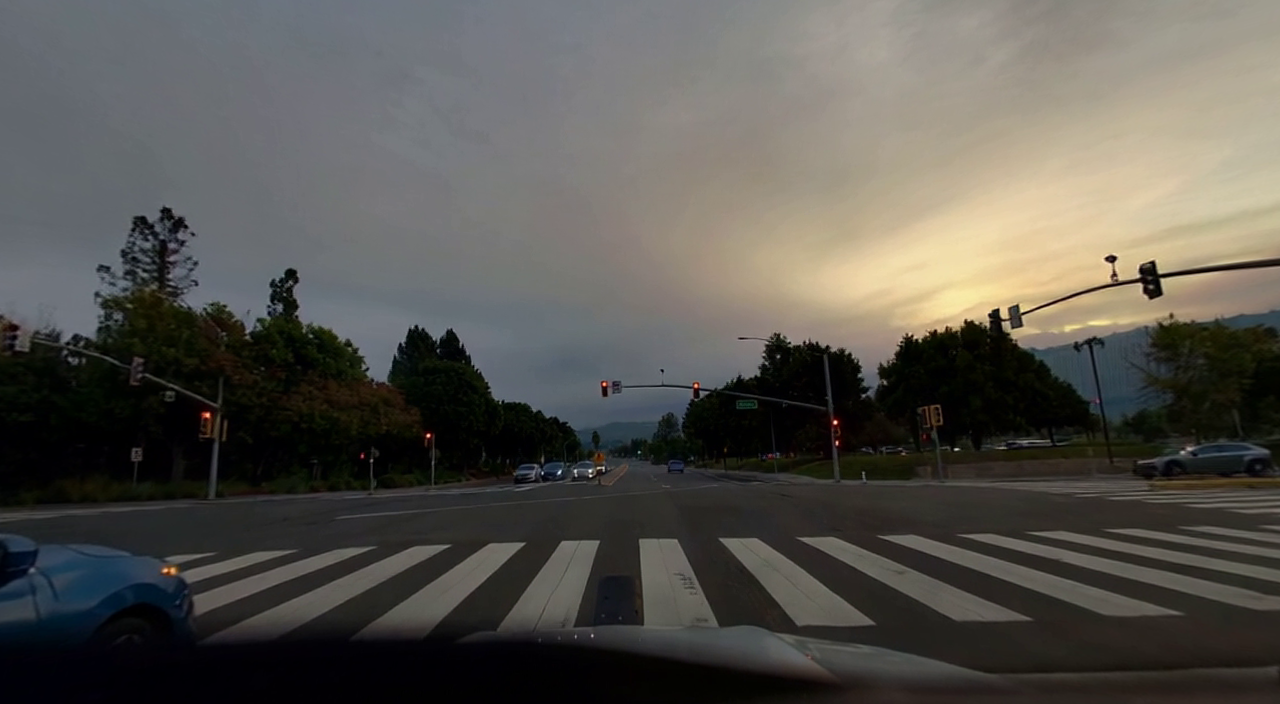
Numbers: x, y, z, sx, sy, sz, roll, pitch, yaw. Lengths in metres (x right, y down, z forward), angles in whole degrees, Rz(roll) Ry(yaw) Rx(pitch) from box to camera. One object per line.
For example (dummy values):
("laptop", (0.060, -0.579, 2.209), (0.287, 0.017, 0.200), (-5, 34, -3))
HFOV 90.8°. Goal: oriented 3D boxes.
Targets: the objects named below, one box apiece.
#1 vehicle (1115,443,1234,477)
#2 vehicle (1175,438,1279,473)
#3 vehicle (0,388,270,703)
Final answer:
("vehicle", (25.097, 5.059, 29.757), (4.123, 1.469, 1.790), (0, -8, -5))
("vehicle", (25.665, 4.379, 26.800), (4.347, 1.411, 1.784), (0, -9, -2))
("vehicle", (-2.991, 0.801, 1.451), (1.969, 1.513, 3.773), (0, -9, 0))
